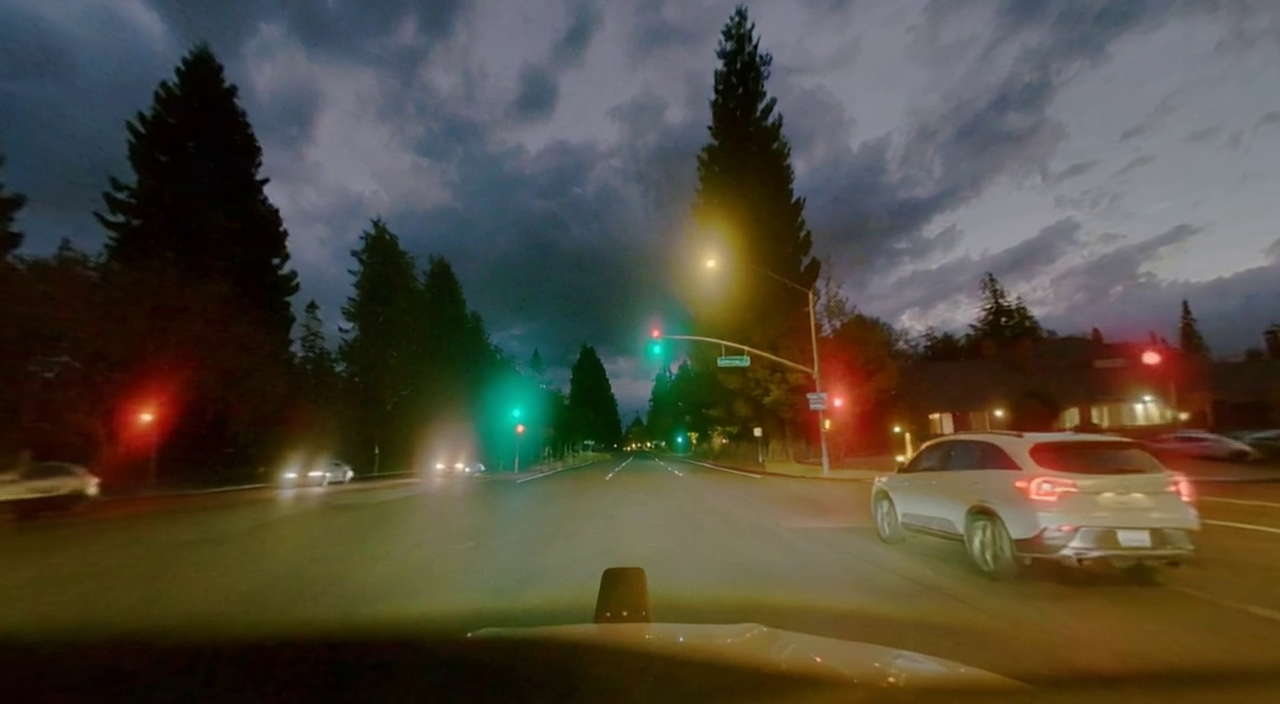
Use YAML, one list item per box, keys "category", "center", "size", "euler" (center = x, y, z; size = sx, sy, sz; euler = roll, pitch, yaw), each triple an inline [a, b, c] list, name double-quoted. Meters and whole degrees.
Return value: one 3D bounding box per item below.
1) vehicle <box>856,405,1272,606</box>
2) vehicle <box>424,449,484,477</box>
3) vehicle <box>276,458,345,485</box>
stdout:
- category: "vehicle"
  center: [4.029, 1.509, 6.914]
  size: [2.018, 1.591, 3.564]
  euler: [0, -9, 0]
- category: "vehicle"
  center: [-10.305, 6.160, 35.275]
  size: [2.029, 1.453, 4.188]
  euler: [-1, -9, 1]
- category: "vehicle"
  center: [-20.741, 7.514, 39.902]
  size: [1.844, 1.494, 4.706]
  euler: [0, -9, 0]
